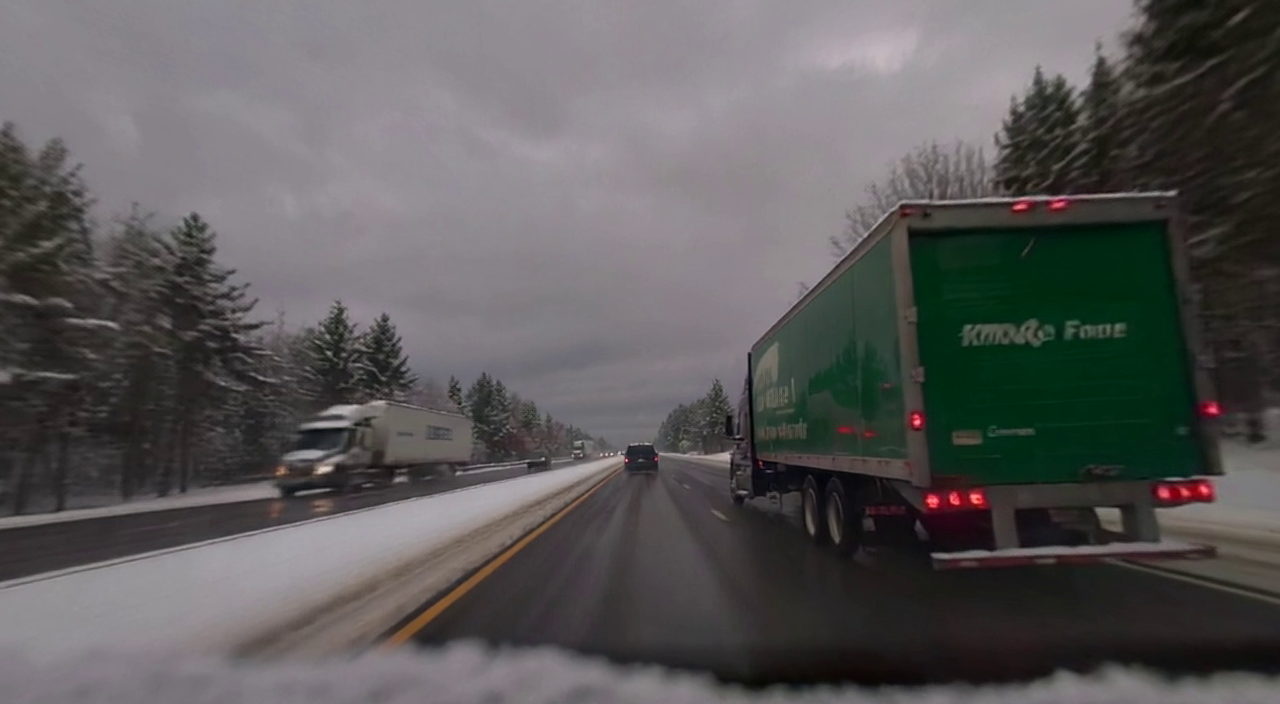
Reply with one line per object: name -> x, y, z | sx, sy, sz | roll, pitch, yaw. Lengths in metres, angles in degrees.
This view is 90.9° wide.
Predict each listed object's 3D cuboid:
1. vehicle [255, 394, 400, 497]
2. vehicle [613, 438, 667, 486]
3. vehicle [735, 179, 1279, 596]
vehicle -> -13.161, 4.050, 27.240 | 3.089, 3.941, 5.838 | 0, -9, 0
vehicle -> 0.015, 4.618, 26.773 | 2.105, 1.865, 4.102 | 0, -9, 0
vehicle -> 4.354, 1.213, 12.274 | 3.030, 3.985, 12.707 | 0, -9, 0
